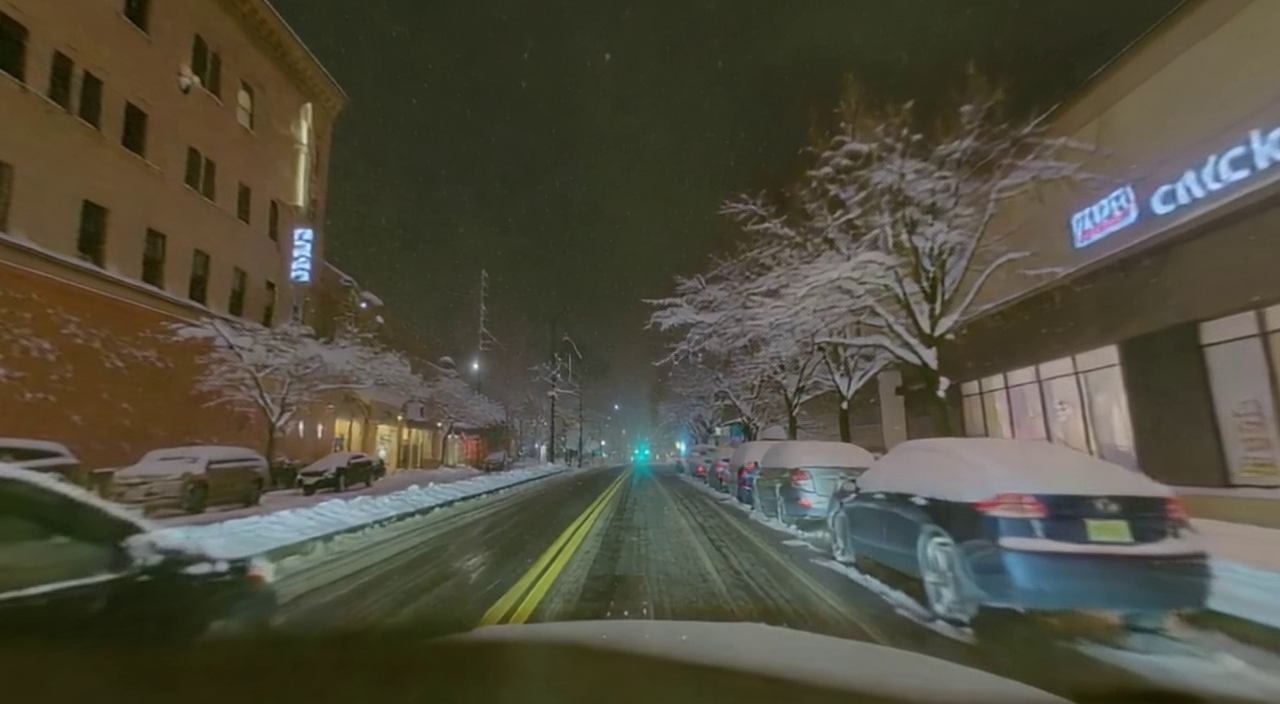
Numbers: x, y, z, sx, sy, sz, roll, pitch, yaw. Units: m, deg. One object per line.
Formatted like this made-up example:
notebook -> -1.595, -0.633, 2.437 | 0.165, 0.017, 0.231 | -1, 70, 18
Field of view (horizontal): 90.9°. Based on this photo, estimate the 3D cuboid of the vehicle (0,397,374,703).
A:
vehicle -> -2.755, 0.863, 1.803 | 2.030, 1.436, 4.388 | 0, -8, 1

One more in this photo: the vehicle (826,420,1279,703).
vehicle -> 3.317, 1.462, 5.467 | 2.120, 1.560, 4.402 | 0, -8, 1
